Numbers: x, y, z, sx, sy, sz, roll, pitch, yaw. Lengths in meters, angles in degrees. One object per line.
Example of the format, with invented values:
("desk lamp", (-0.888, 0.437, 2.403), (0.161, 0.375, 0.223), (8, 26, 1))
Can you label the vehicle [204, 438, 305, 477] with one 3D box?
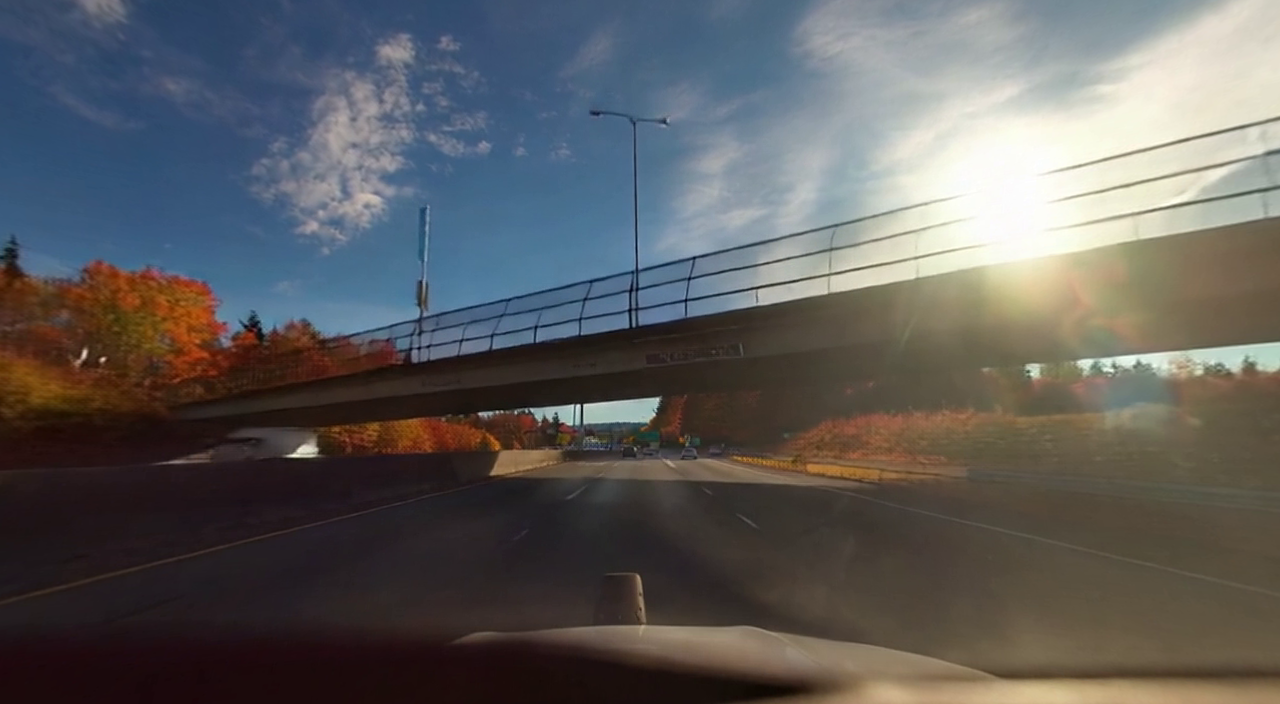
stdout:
("vehicle", (-21.905, 6.004, 35.931), (2.136, 2.060, 5.390), (-1, -9, 3))
